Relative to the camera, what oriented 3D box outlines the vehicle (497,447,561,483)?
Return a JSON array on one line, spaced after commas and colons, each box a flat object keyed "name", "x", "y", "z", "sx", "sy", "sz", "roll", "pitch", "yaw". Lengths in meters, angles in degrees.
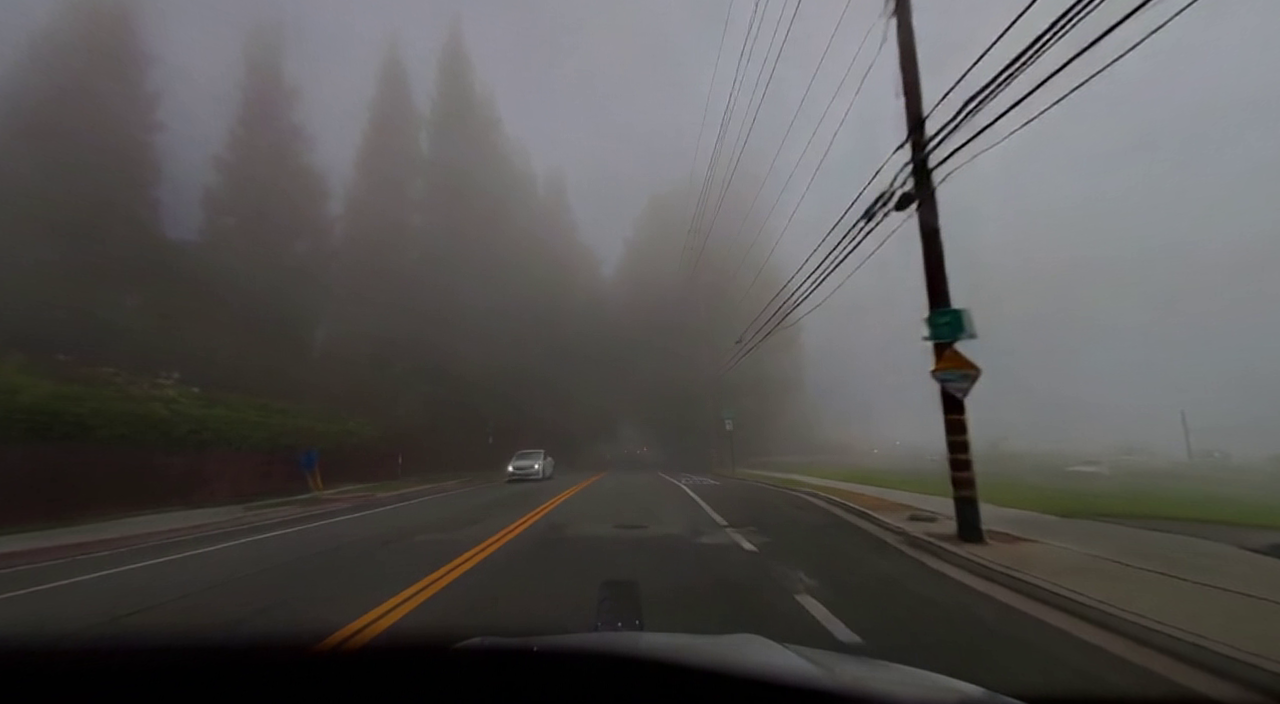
[{"name": "vehicle", "x": -5.090, "y": 5.230, "z": 29.612, "sx": 2.093, "sy": 1.523, "sz": 4.536, "roll": 0, "pitch": -9, "yaw": 1}]
